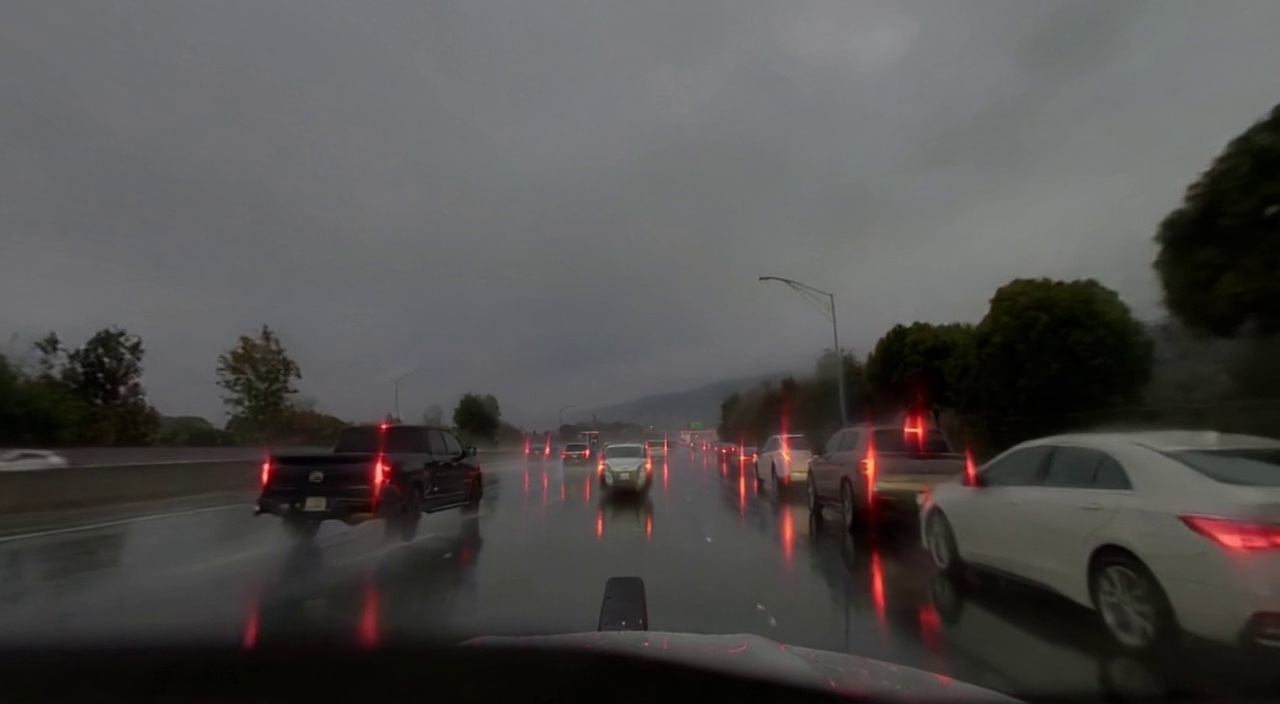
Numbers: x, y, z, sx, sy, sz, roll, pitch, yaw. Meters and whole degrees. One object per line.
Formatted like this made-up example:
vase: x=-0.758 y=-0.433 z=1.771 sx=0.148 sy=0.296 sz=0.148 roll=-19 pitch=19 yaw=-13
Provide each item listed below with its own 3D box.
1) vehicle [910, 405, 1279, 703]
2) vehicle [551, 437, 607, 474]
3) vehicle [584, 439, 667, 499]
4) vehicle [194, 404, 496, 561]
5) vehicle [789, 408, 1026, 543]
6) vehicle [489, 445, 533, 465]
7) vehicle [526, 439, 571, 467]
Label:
vehicle: x=3.804 y=1.204 z=4.342 sx=1.940 sy=1.475 sz=4.328 roll=0 pitch=-8 yaw=0
vehicle: x=-2.985 y=5.195 z=31.911 sx=2.153 sy=1.726 sz=4.546 roll=-1 pitch=-8 yaw=3
vehicle: x=-0.333 y=3.219 z=17.789 sx=2.070 sy=1.456 sz=4.029 roll=0 pitch=-8 yaw=1
vehicle: x=-4.081 y=1.930 z=10.191 sx=2.110 sy=1.811 sz=5.585 roll=0 pitch=-8 yaw=1
vehicle: x=4.086 y=1.974 z=10.712 sx=2.003 sy=1.778 sz=4.658 roll=0 pitch=-8 yaw=1
vehicle: x=-9.709 y=7.744 z=47.698 sx=1.903 sy=1.460 sz=4.958 roll=-1 pitch=-8 yaw=5
vehicle: x=-5.993 y=6.675 z=41.805 sx=2.023 sy=1.693 sz=4.386 roll=-1 pitch=-8 yaw=3
